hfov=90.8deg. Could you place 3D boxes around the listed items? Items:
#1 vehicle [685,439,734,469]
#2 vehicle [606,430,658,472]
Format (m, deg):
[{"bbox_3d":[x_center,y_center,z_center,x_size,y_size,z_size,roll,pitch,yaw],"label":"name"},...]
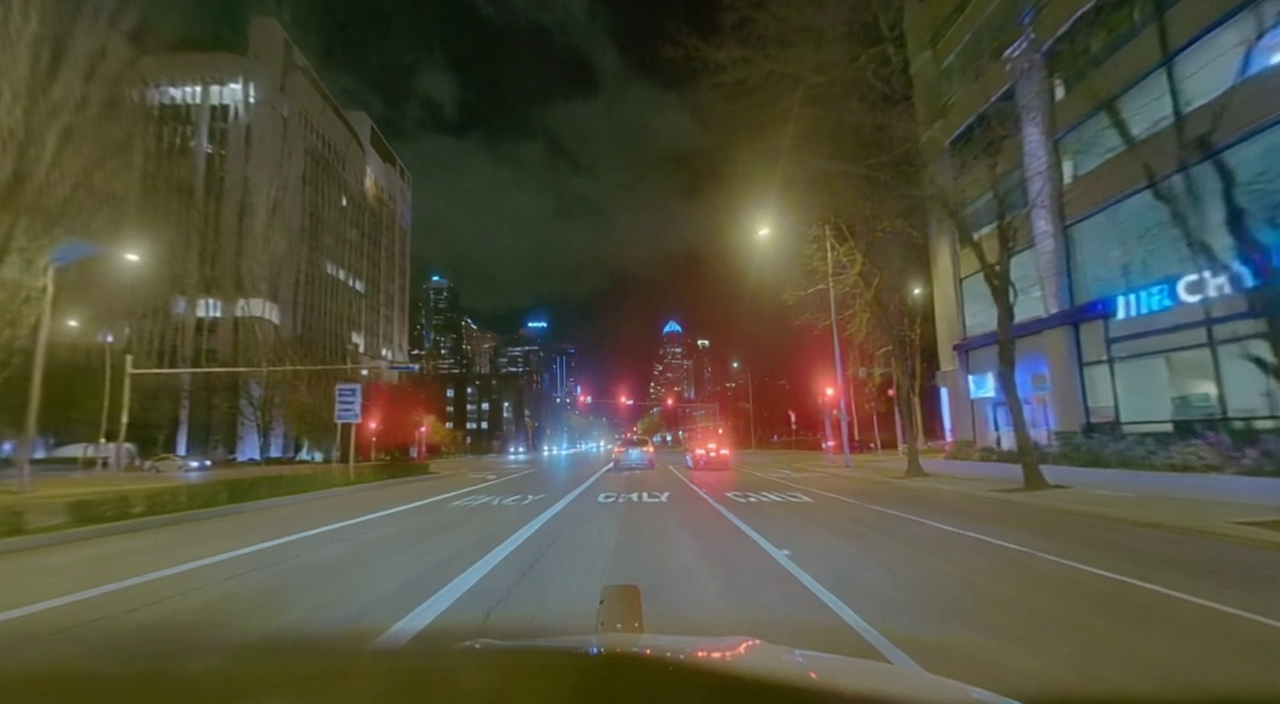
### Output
[{"bbox_3d":[3.560,5.356,33.334,2.080,1.472,4.401,0,-9,0],"label":"vehicle"},{"bbox_3d":[-0.349,4.743,30.405,2.313,1.860,4.319,0,-9,0],"label":"vehicle"}]
